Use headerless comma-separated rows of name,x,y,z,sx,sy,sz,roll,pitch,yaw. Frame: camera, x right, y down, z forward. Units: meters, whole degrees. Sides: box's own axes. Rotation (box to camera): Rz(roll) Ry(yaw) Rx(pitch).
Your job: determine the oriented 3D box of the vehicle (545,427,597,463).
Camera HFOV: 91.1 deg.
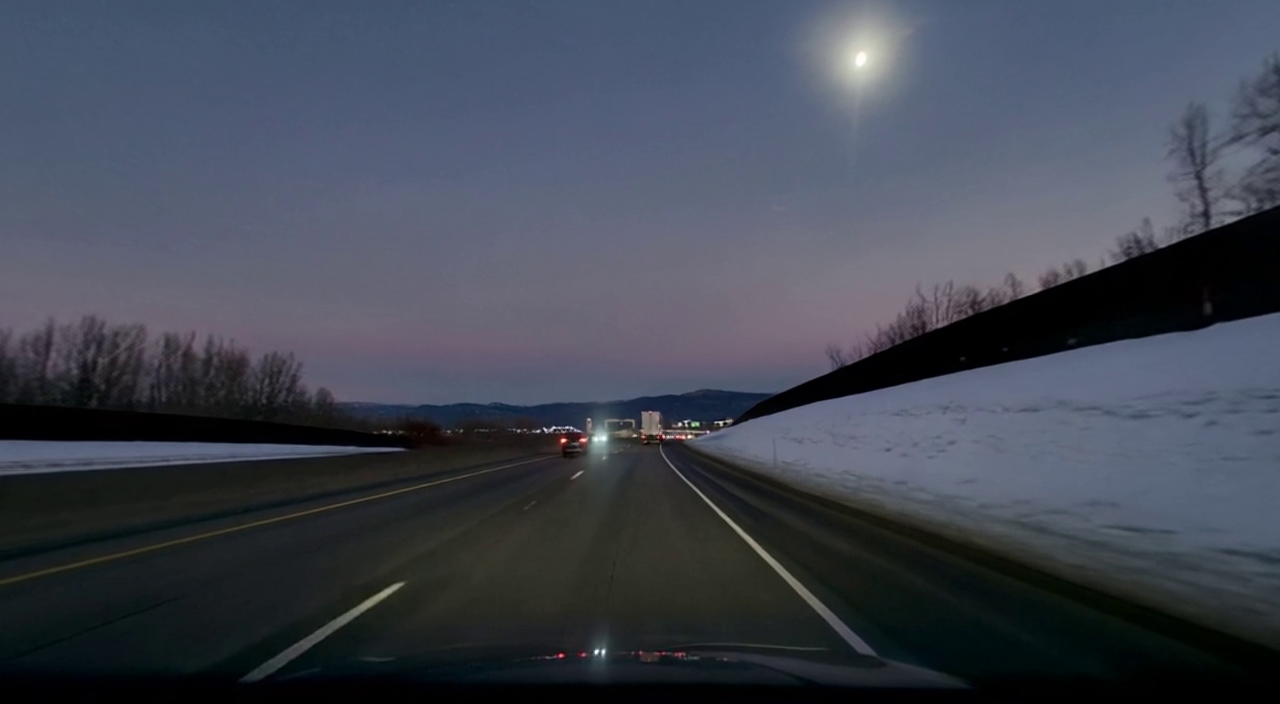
vehicle,-3.329,4.586,31.185,2.018,1.678,4.312,0,-8,1
